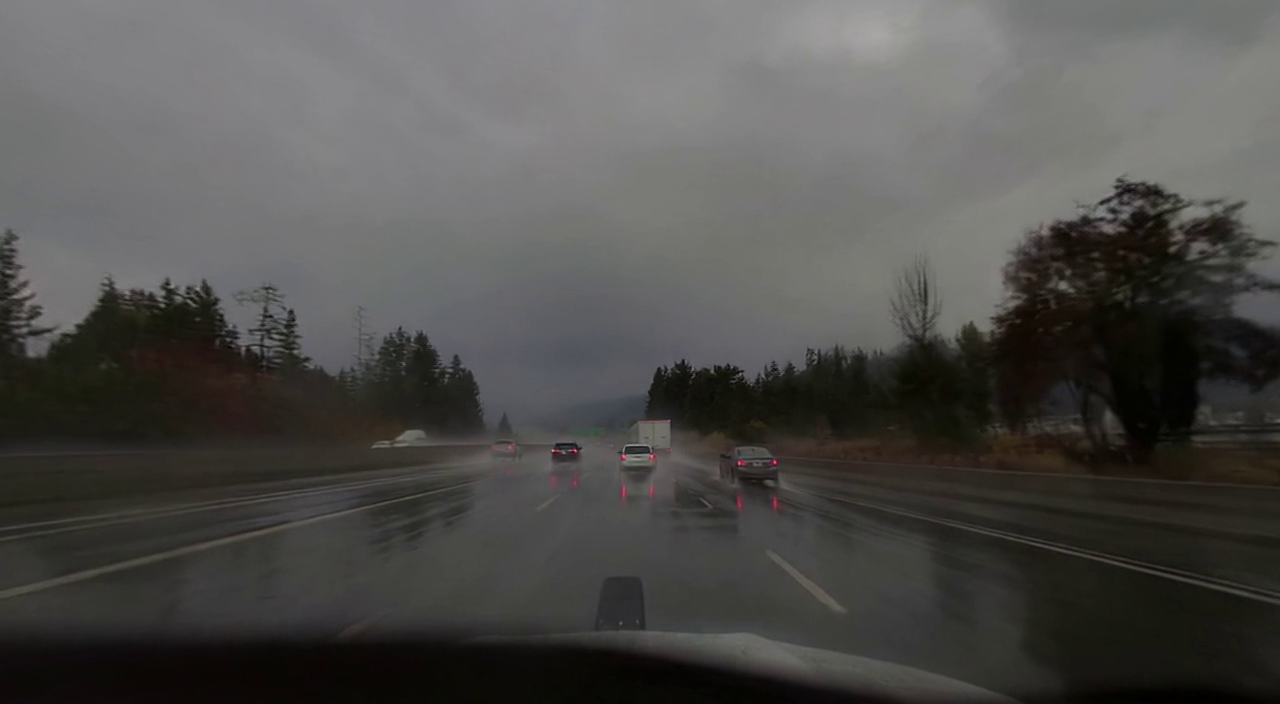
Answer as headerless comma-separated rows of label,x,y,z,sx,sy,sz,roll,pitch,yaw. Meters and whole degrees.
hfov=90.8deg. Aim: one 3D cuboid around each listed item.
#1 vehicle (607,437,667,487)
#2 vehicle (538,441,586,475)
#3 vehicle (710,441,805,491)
vehicle,-0.132,4.152,24.236,2.103,1.717,4.399,0,-9,-1
vehicle,-4.099,5.642,33.918,1.988,1.696,4.754,0,-9,0
vehicle,3.760,3.748,21.157,2.146,1.482,4.665,0,-9,-2
